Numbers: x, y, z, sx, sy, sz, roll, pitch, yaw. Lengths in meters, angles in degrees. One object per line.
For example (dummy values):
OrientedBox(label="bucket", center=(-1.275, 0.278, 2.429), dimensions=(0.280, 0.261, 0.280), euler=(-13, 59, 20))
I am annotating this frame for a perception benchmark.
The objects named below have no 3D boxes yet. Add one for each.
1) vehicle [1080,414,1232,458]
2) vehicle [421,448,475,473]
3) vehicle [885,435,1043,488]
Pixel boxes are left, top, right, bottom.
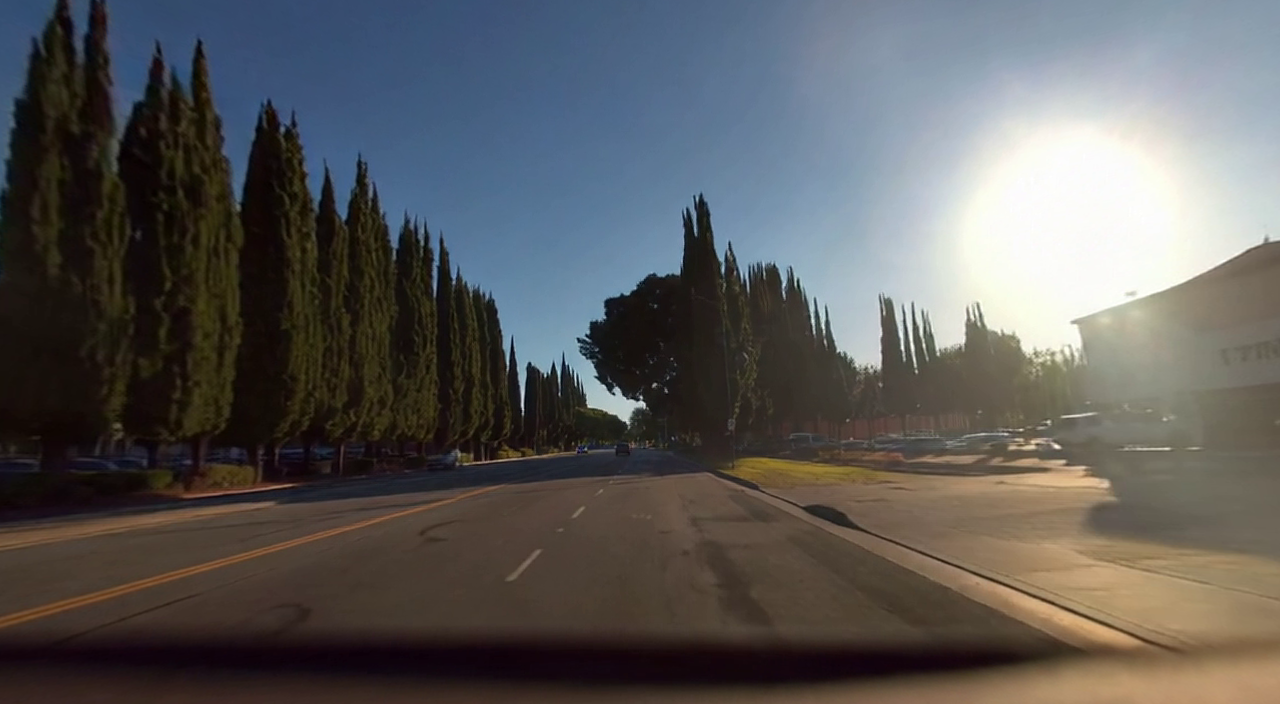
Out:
OrientedBox(label="vehicle", center=(22.688, 3.706, 27.855), dimensions=(4.759, 1.564, 2.117), euler=(-4, -8, 0))
OrientedBox(label="vehicle", center=(-13.290, 7.505, 43.866), dimensions=(2.044, 1.514, 4.704), euler=(-3, -9, 4))
OrientedBox(label="vehicle", center=(11.105, 3.763, 21.872), dimensions=(4.361, 1.462, 1.857), euler=(-4, -8, 1))
